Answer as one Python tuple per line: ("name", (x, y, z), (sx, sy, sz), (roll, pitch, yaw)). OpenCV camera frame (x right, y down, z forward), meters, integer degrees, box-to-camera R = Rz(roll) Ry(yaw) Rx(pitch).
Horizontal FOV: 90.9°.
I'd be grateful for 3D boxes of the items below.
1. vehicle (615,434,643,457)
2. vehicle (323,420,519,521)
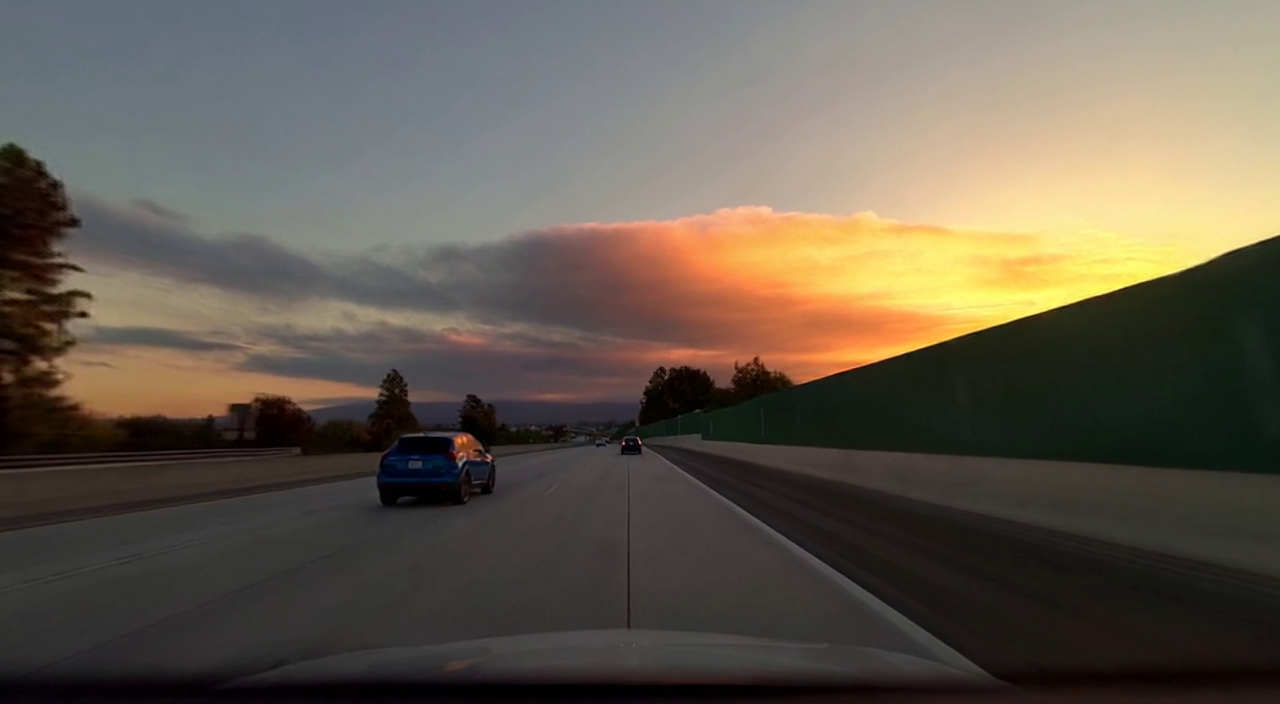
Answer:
("vehicle", (-0.747, 6.282, 42.620), (1.836, 1.450, 3.519), (0, -8, -2))
("vehicle", (-3.839, 2.152, 12.161), (2.072, 1.545, 4.767), (0, -8, 0))
